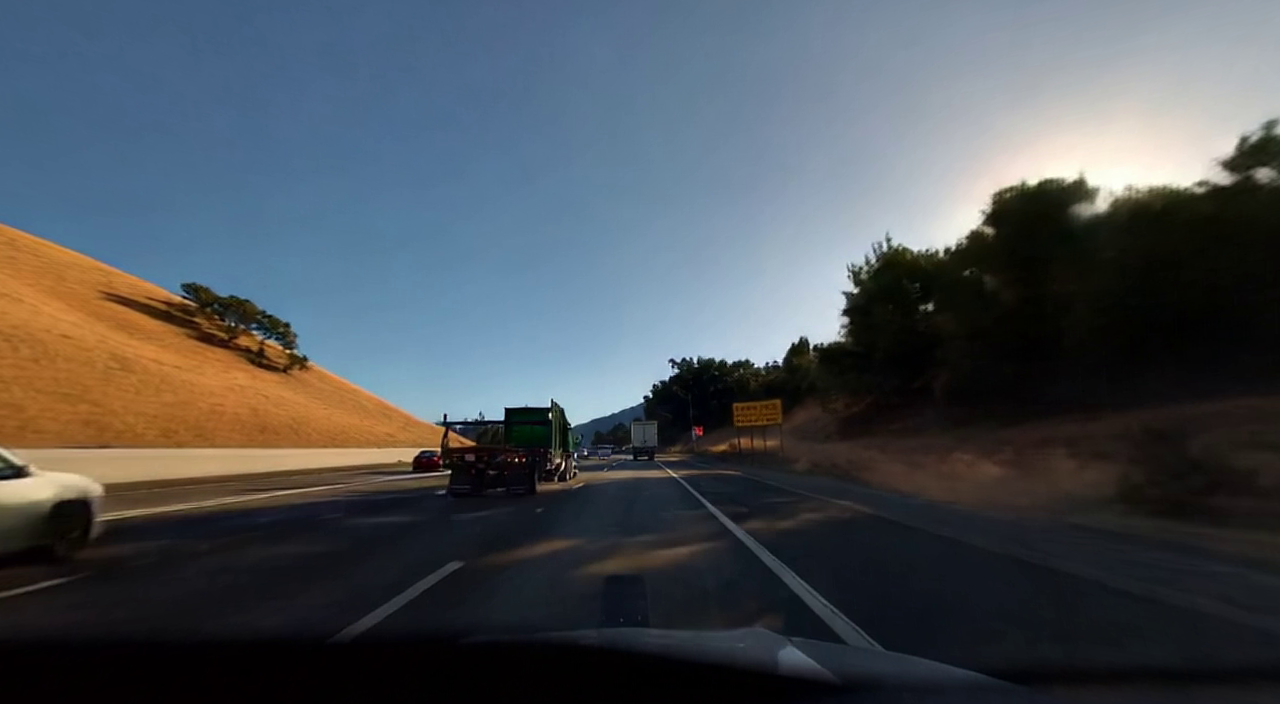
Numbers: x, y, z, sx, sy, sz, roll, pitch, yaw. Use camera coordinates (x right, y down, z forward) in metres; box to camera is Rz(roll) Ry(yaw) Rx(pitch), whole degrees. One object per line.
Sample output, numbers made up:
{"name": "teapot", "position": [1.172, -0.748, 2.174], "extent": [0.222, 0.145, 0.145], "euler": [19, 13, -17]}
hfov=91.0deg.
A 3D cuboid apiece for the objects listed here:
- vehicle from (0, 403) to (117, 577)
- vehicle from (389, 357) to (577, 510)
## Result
{"name": "vehicle", "position": [-7.462, 1.207, 5.222], "extent": [2.125, 1.725, 4.715], "euler": [0, -9, 0]}
{"name": "vehicle", "position": [-3.909, 2.556, 19.015], "extent": [2.789, 3.271, 10.894], "euler": [0, -9, 0]}
